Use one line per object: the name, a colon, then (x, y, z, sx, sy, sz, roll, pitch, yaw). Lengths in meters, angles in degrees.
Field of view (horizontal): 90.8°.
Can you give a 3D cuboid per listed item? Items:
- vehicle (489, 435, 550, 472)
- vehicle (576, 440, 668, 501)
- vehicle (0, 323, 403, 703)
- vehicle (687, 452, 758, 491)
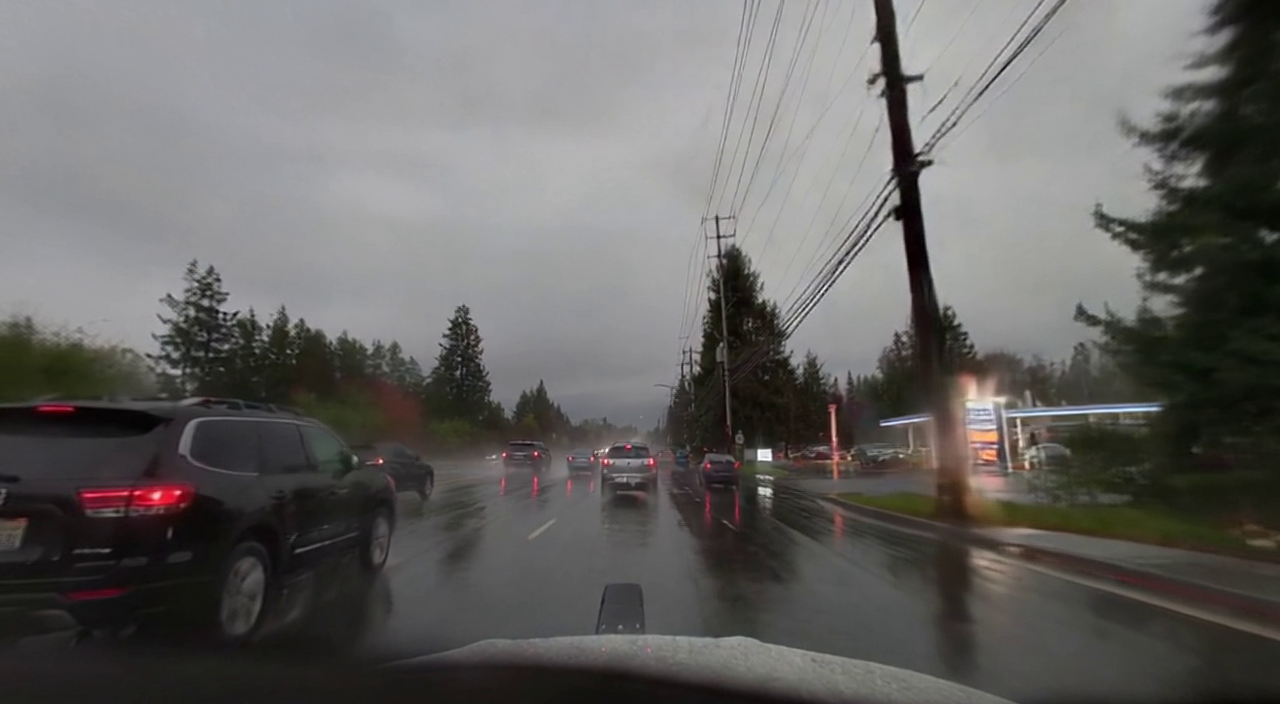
vehicle: (-6.710, 5.731, 35.826, 2.385, 1.918, 5.056, 0, -8, 0)
vehicle: (-0.428, 3.130, 17.163, 2.189, 1.437, 4.135, 0, -8, 0)
vehicle: (-3.438, 0.980, 4.209, 1.922, 1.642, 4.547, 0, -8, 0)
vehicle: (3.043, 4.556, 24.391, 2.065, 1.302, 4.416, 0, -8, -1)
